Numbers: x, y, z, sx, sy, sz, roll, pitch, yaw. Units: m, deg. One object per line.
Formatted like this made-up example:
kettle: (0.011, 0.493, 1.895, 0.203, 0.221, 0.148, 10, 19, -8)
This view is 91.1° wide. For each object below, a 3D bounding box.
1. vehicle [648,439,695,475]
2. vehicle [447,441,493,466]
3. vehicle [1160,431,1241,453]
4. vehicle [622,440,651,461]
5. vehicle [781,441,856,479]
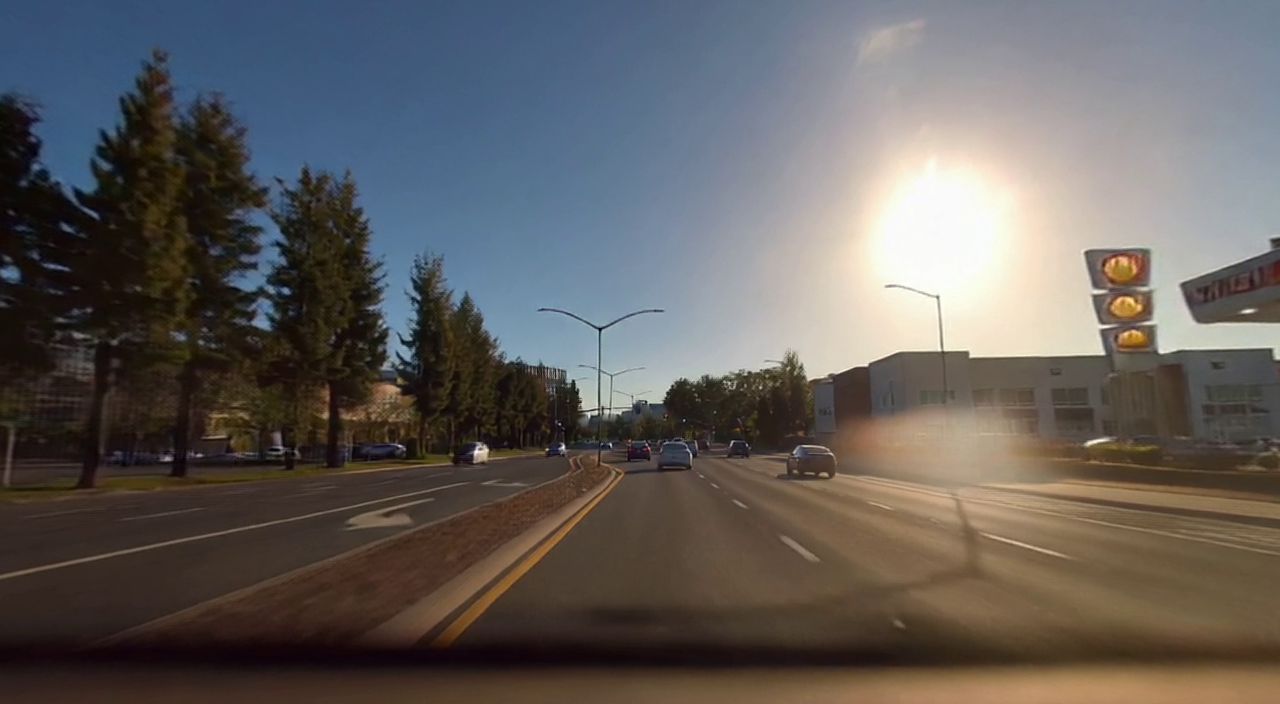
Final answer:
vehicle: (1.388, 4.830, 29.108, 1.971, 1.479, 4.493, 0, -8, 1)
vehicle: (-13.246, 7.910, 49.189, 2.022, 1.787, 5.262, -1, -8, 1)
vehicle: (39.378, 6.347, 44.267, 1.719, 1.450, 4.559, 0, -8, 4)
vehicle: (-0.327, 7.630, 48.680, 2.074, 1.575, 4.326, 0, -8, -3)
vehicle: (7.484, 4.548, 26.771, 1.918, 1.484, 4.456, 0, -8, 0)
